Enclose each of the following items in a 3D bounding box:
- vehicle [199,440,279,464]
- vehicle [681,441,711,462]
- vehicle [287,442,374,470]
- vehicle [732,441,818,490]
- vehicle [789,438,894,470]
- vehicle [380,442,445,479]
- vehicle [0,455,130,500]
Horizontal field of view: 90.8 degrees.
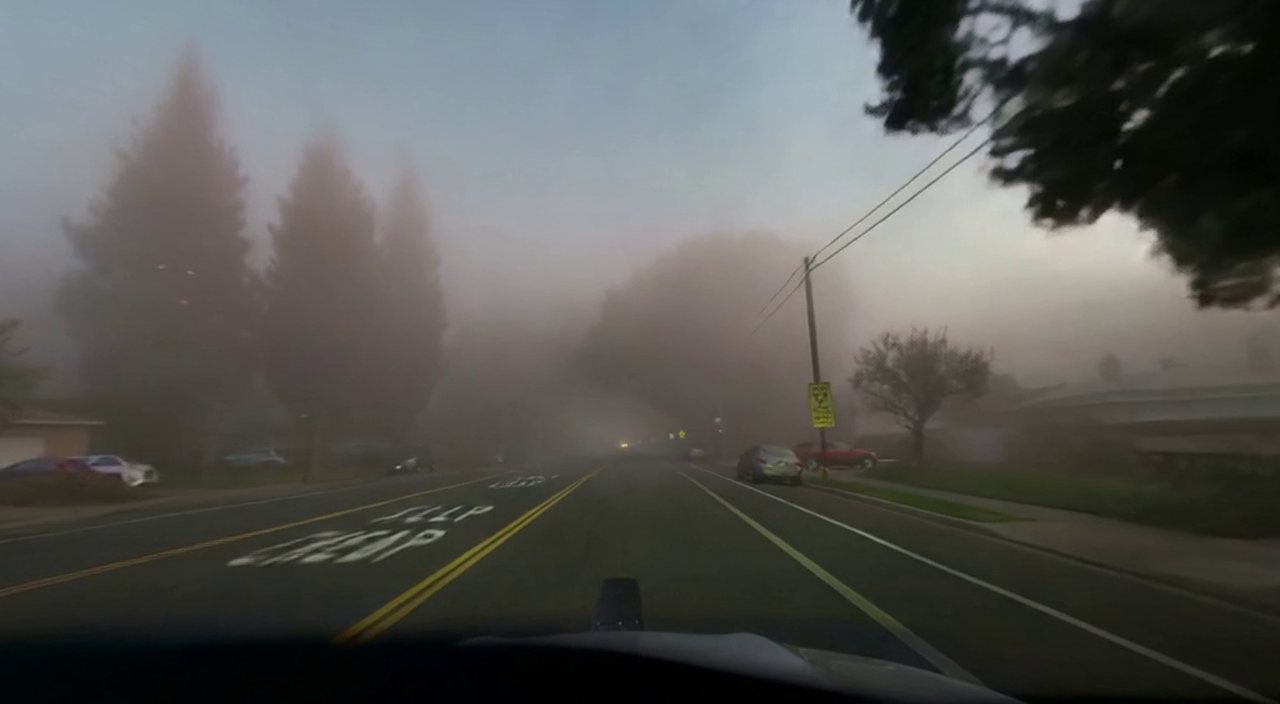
[{"bbox_3d":[-26.800,6.705,42.343,4.073,1.502,1.822,-1,-8,-2],"label":"vehicle"},{"bbox_3d":[4.346,7.832,49.878,1.925,1.482,4.746,0,-8,0],"label":"vehicle"},{"bbox_3d":[-20.525,6.905,42.098,4.744,1.752,2.008,1,-8,-7],"label":"vehicle"},{"bbox_3d":[4.465,3.794,21.573,1.970,1.455,4.233,0,-8,-1],"label":"vehicle"},{"bbox_3d":[9.940,5.029,31.394,4.501,1.502,1.975,0,-8,-1],"label":"vehicle"},{"bbox_3d":[-12.932,6.132,36.161,2.049,1.782,4.460,-4,-7,0],"label":"vehicle"},{"bbox_3d":[-21.553,4.504,22.833,4.413,1.477,2.100,0,-8,1],"label":"vehicle"}]
